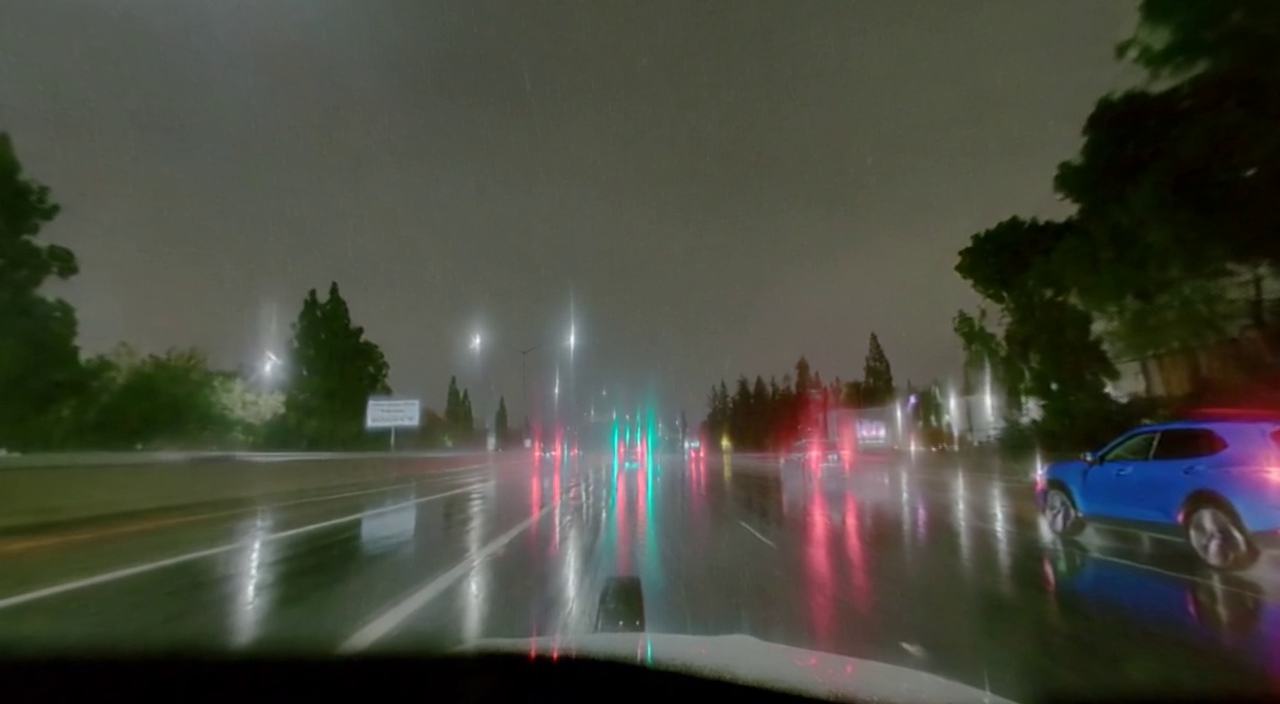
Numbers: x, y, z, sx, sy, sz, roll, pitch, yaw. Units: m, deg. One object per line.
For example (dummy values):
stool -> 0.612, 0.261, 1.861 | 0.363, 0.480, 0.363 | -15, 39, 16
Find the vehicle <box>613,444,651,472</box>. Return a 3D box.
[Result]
vehicle -> -0.442, 6.026, 36.043 | 1.997, 1.485, 4.094 | -1, -9, 0

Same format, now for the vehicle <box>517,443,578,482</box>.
vehicle -> -3.791, 4.602, 26.690 | 1.886, 1.465, 4.625 | -1, -9, 0

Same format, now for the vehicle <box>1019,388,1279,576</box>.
vehicle -> 7.207, 1.504, 7.796 | 2.028, 1.801, 4.741 | -1, -9, -1

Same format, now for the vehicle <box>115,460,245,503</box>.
vehicle -> -18.942, 5.315, 26.352 | 1.937, 1.502, 4.721 | 0, -9, -2
